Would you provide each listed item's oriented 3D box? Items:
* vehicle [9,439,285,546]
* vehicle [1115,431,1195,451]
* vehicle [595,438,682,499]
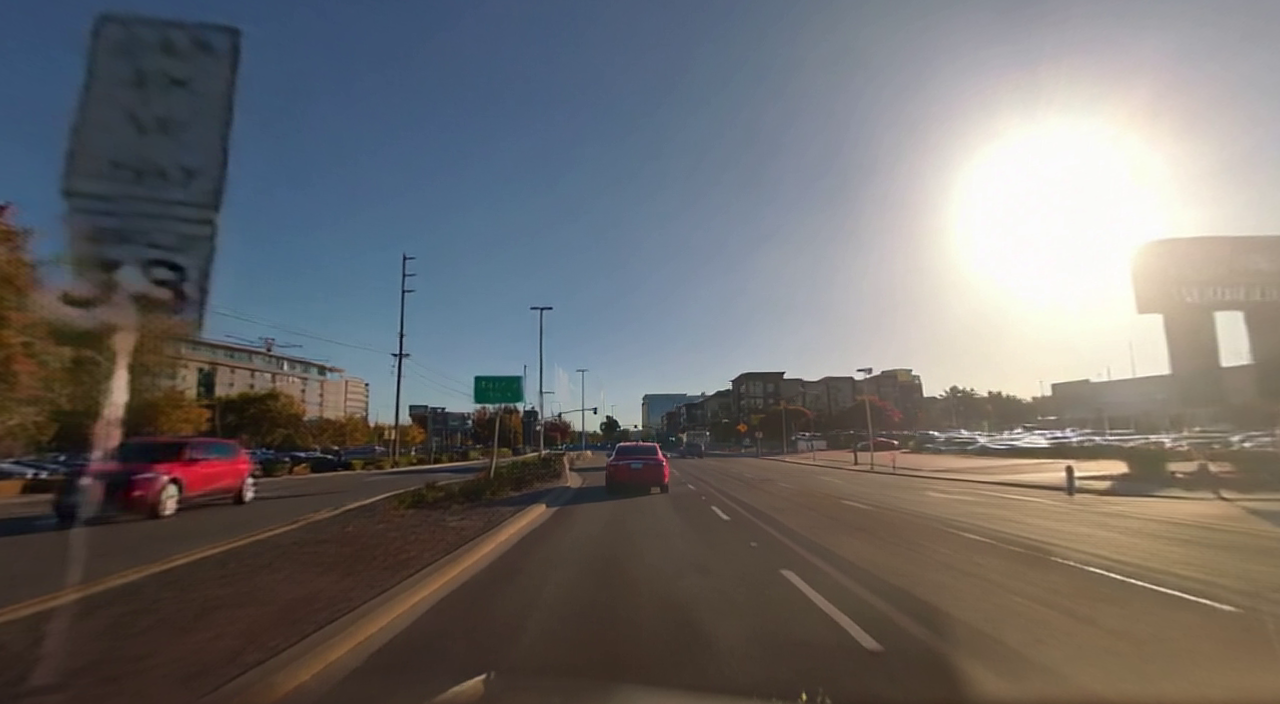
[{"bbox_3d":[-9.048,2.526,12.165,1.903,1.476,4.395,-6,-8,-1],"label":"vehicle"},{"bbox_3d":[39.249,6.797,48.059,4.345,1.463,1.933,0,-8,2],"label":"vehicle"},{"bbox_3d":[-0.077,3.146,17.417,2.126,1.475,3.967,0,-8,-1],"label":"vehicle"}]
